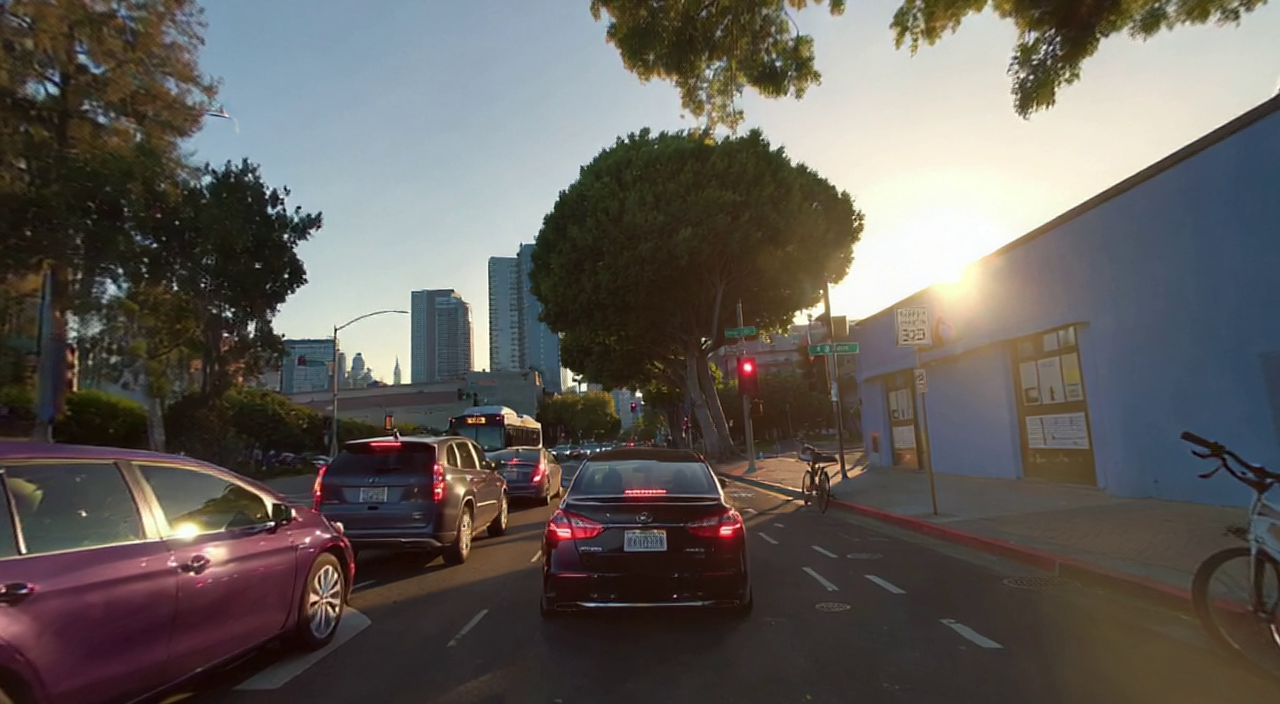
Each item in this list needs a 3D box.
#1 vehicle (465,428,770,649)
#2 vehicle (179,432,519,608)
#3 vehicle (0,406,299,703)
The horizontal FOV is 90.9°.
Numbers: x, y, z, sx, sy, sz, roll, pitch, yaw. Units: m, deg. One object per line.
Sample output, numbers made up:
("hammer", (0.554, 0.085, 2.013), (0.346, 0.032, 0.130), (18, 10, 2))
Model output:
("vehicle", (-0.138, 1.527, 6.171), (2.031, 1.461, 3.763), (0, -8, 0))
("vehicle", (-2.913, 1.760, 7.636), (1.944, 1.481, 4.385), (0, -8, 1))
("vehicle", (-3.163, 0.867, 1.711), (1.867, 1.486, 4.452), (0, -8, 2))
